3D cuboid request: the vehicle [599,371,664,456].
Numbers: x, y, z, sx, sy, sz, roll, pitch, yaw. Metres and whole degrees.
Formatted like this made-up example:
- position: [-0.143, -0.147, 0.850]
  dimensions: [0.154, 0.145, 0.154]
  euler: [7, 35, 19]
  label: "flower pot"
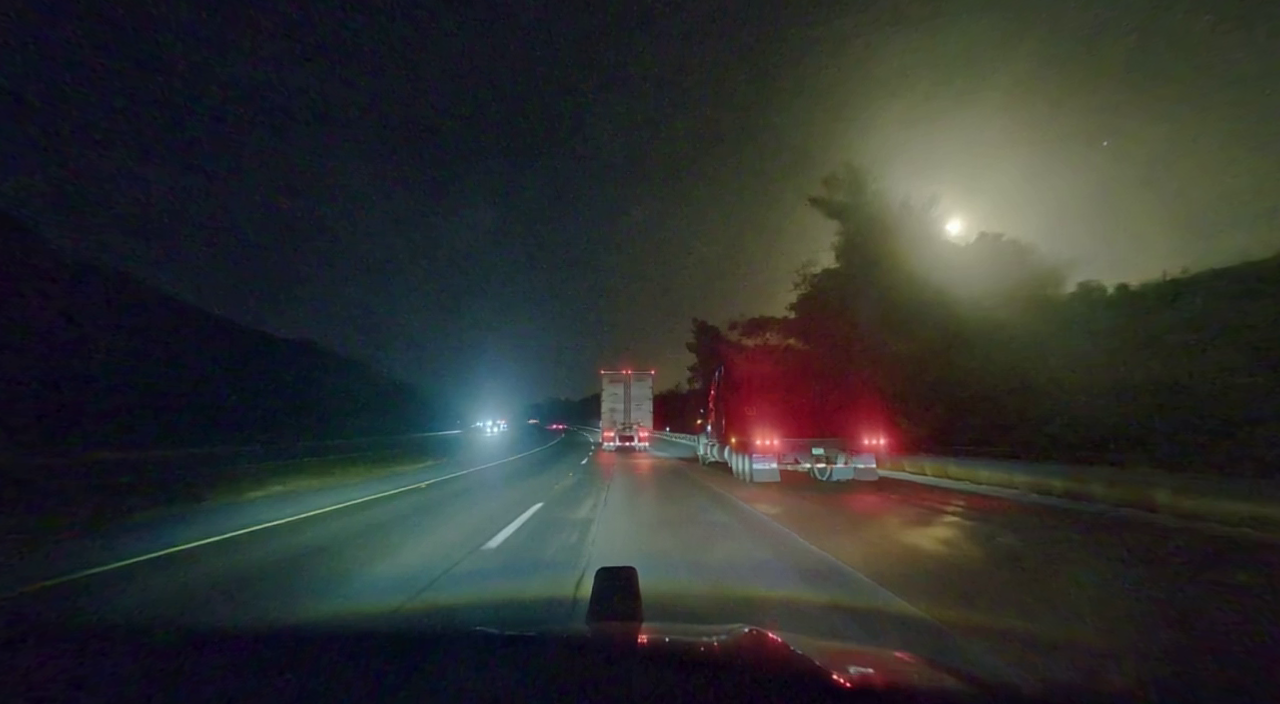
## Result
- position: [-0.701, 3.580, 34.626]
  dimensions: [3.023, 3.965, 10.402]
  euler: [0, -8, -3]
  label: "vehicle"
